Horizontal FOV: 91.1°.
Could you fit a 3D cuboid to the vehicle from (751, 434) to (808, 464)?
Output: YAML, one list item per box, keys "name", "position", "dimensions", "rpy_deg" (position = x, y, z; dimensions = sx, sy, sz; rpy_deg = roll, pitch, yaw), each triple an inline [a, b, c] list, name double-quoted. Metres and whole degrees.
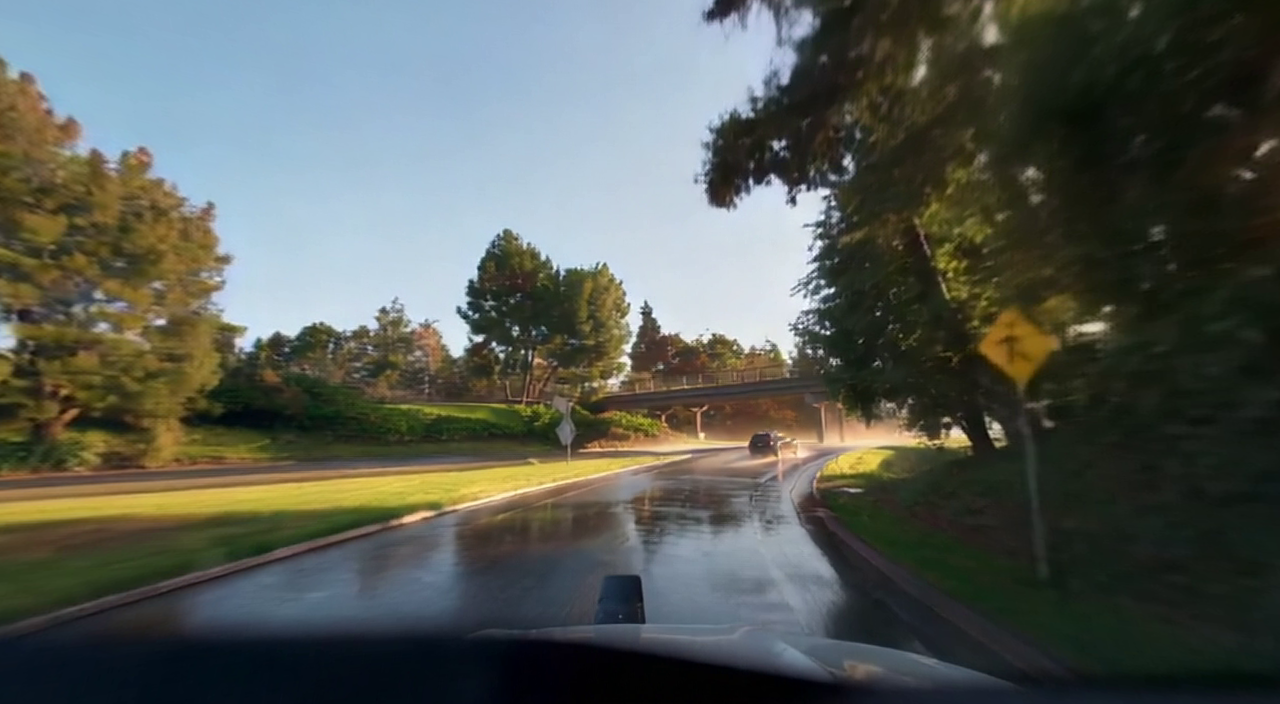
- name: "vehicle"
  position: [7.259, 5.033, 32.569]
  dimensions: [1.980, 1.449, 3.650]
  rpy_deg: [-5, -10, 26]
